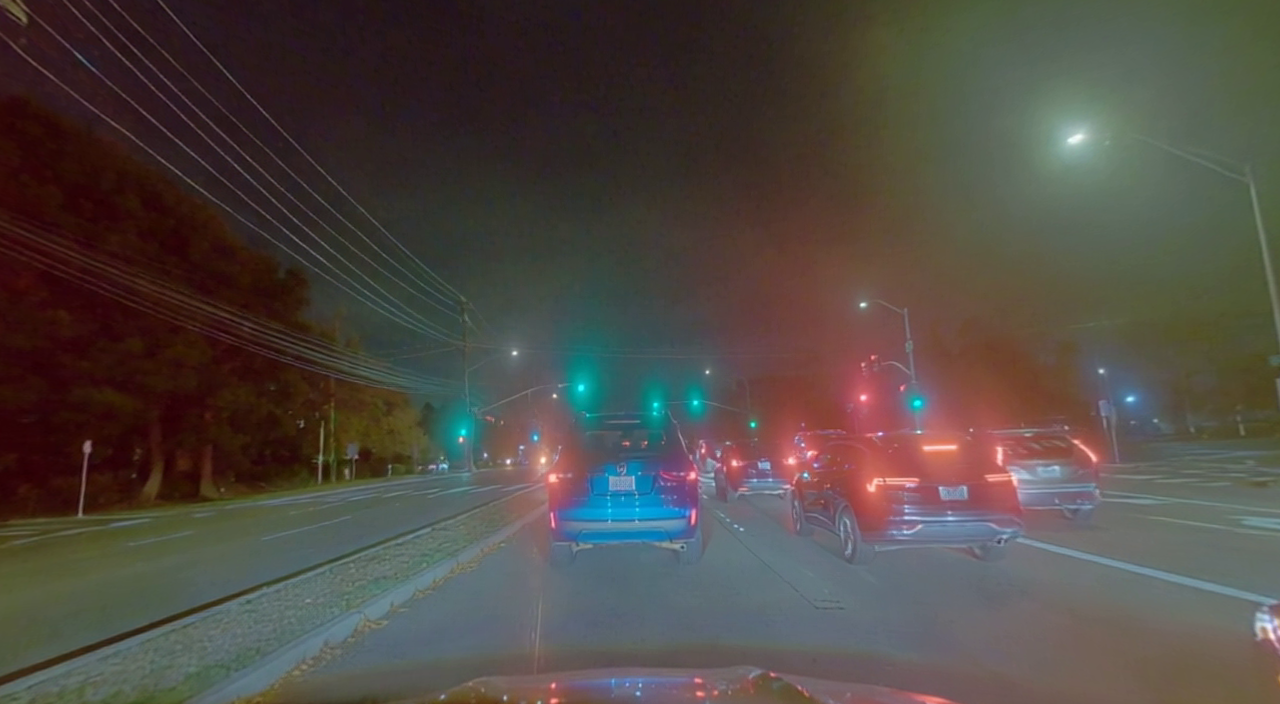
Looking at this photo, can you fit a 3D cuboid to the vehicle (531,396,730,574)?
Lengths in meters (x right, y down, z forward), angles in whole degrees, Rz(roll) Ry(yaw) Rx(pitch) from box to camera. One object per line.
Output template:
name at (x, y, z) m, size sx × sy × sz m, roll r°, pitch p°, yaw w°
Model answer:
vehicle at (-0.140, 1.817, 9.353) m, size 2.231 × 1.998 × 4.254 m, roll 0°, pitch -9°, yaw -1°

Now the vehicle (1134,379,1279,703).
vehicle at (3.276, 0.629, 0.740) m, size 1.889 × 1.517 × 4.308 m, roll 0°, pitch -9°, yaw 0°

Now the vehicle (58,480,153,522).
vehicle at (-26.381, 7.355, 31.177) m, size 4.526 × 1.715 × 1.989 m, roll -11°, pitch -13°, yaw 28°

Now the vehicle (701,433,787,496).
vehicle at (3.142, 3.484, 19.930) m, size 1.915 × 1.765 × 4.047 m, roll 0°, pitch -9°, yaw -1°

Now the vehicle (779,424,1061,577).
vehicle at (3.432, 1.890, 8.892) m, size 1.880 × 1.579 × 4.401 m, roll 0°, pitch -9°, yaw -1°
